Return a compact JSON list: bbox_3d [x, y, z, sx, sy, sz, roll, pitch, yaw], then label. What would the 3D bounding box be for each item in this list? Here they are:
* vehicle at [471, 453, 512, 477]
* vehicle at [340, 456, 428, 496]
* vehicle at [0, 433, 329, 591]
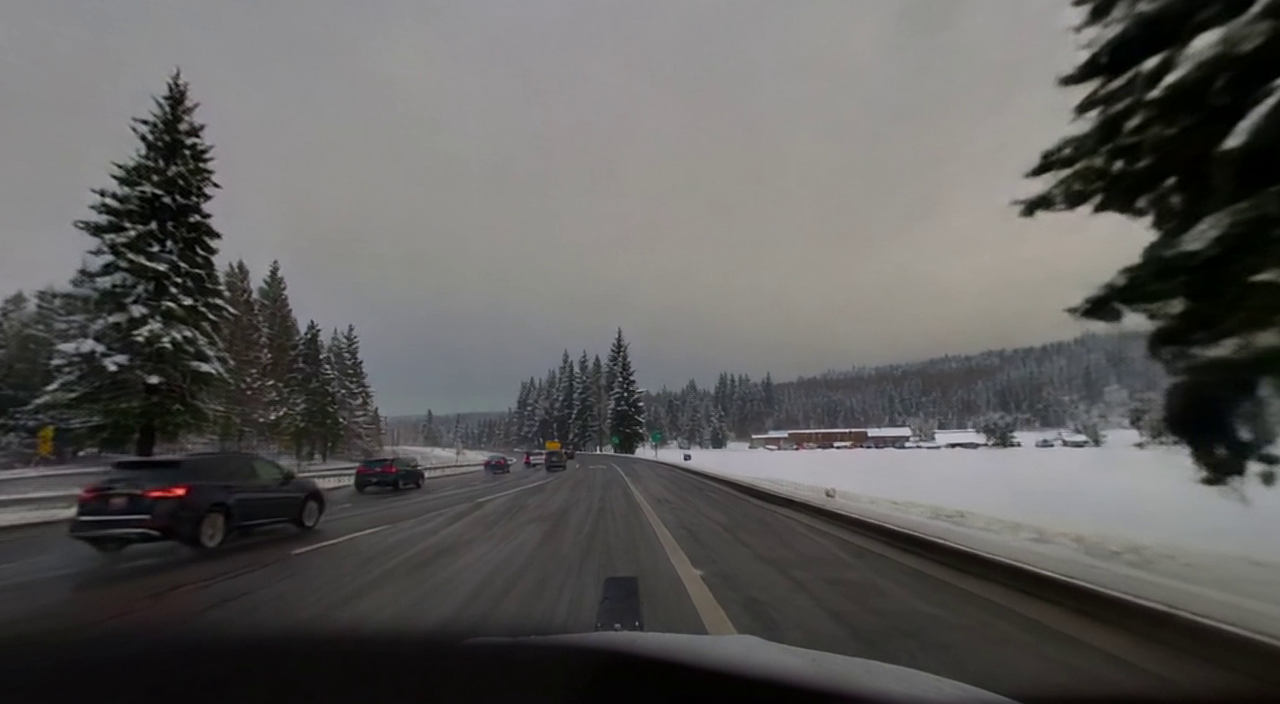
[{"bbox_3d":[-10.800,8.242,46.209,1.886,1.535,4.742,0,-8,-1],"label":"vehicle"},{"bbox_3d":[-10.839,5.241,27.118,1.781,1.476,4.513,0,-8,2],"label":"vehicle"},{"bbox_3d":[-7.068,2.134,9.470,2.210,1.737,4.649,-1,-8,3],"label":"vehicle"}]
